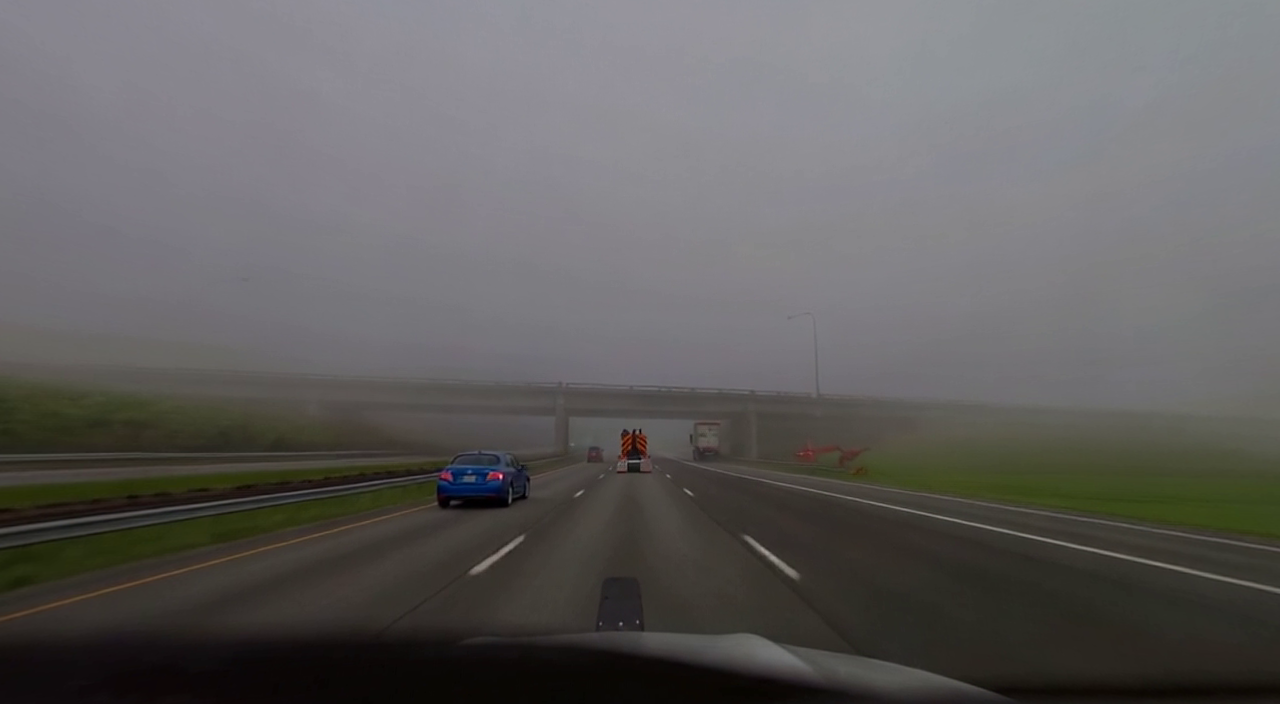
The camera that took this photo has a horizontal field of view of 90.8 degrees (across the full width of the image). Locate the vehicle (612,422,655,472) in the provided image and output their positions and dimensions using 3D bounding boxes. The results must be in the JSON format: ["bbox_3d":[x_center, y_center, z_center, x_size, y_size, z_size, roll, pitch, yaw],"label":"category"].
[{"bbox_3d":[-0.440,6.462,42.742,2.672,3.056,6.900,0,-9,-1],"label":"vehicle"}]

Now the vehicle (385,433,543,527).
[{"bbox_3d":[-3.449,2.602,13.335,2.088,1.643,4.215,0,-9,0],"label":"vehicle"}]
